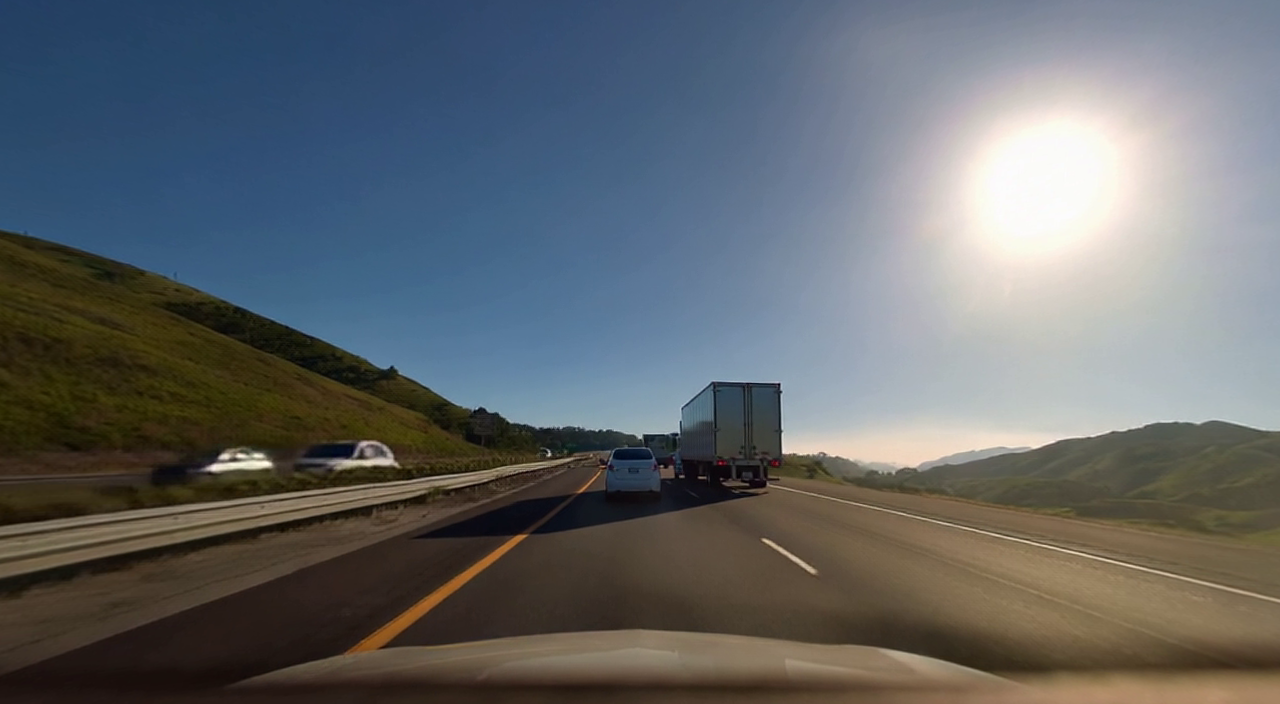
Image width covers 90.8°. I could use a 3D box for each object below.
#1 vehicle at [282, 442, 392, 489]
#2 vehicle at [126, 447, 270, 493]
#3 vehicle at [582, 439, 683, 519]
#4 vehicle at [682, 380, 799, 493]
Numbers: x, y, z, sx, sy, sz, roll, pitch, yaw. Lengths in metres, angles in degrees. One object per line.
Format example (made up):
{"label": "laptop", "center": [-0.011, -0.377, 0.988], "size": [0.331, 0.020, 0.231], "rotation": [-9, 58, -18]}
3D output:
{"label": "vehicle", "center": [-11.374, 4.289, 24.083], "size": [2.089, 1.615, 4.363], "rotation": [0, -9, -1]}
{"label": "vehicle", "center": [-15.745, 4.205, 22.846], "size": [2.005, 1.495, 4.508], "rotation": [0, -9, -1]}
{"label": "vehicle", "center": [-0.173, 2.967, 15.181], "size": [2.109, 1.639, 3.768], "rotation": [0, -9, -1]}
{"label": "vehicle", "center": [4.052, 4.097, 29.640], "size": [2.812, 4.024, 14.098], "rotation": [0, -9, -1]}
